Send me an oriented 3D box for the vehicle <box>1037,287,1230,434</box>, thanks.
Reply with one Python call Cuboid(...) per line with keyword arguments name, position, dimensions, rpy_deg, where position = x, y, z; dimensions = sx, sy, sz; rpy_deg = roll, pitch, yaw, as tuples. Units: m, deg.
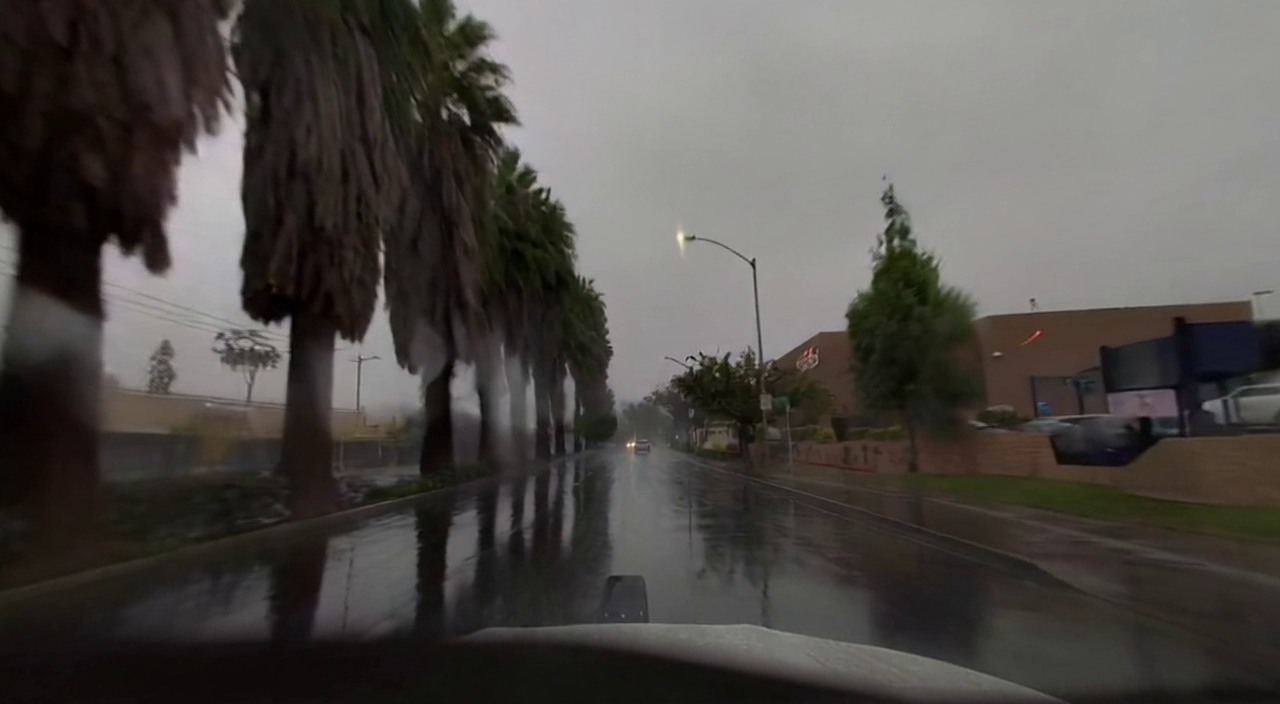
Cuboid(name="vehicle", position=(10.400, 0.406, 13.107), dimensions=(4.592, 2.160, 2.015), rpy_deg=(10, -19, -41))
